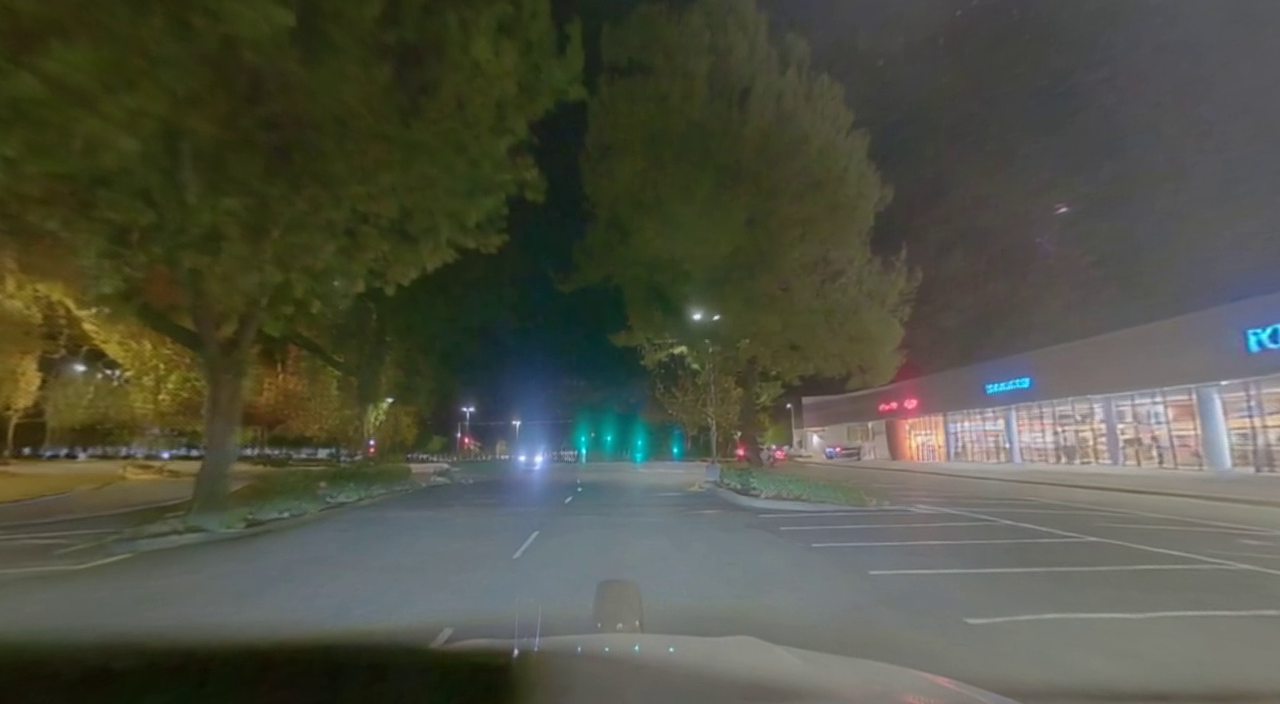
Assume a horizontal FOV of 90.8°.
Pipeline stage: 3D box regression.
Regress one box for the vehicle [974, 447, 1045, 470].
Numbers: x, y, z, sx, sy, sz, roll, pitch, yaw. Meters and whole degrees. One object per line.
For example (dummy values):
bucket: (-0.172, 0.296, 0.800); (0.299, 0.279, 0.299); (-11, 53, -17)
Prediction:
vehicle: (26.550, 7.639, 45.603); (1.845, 1.463, 4.399); (1, -8, -12)
